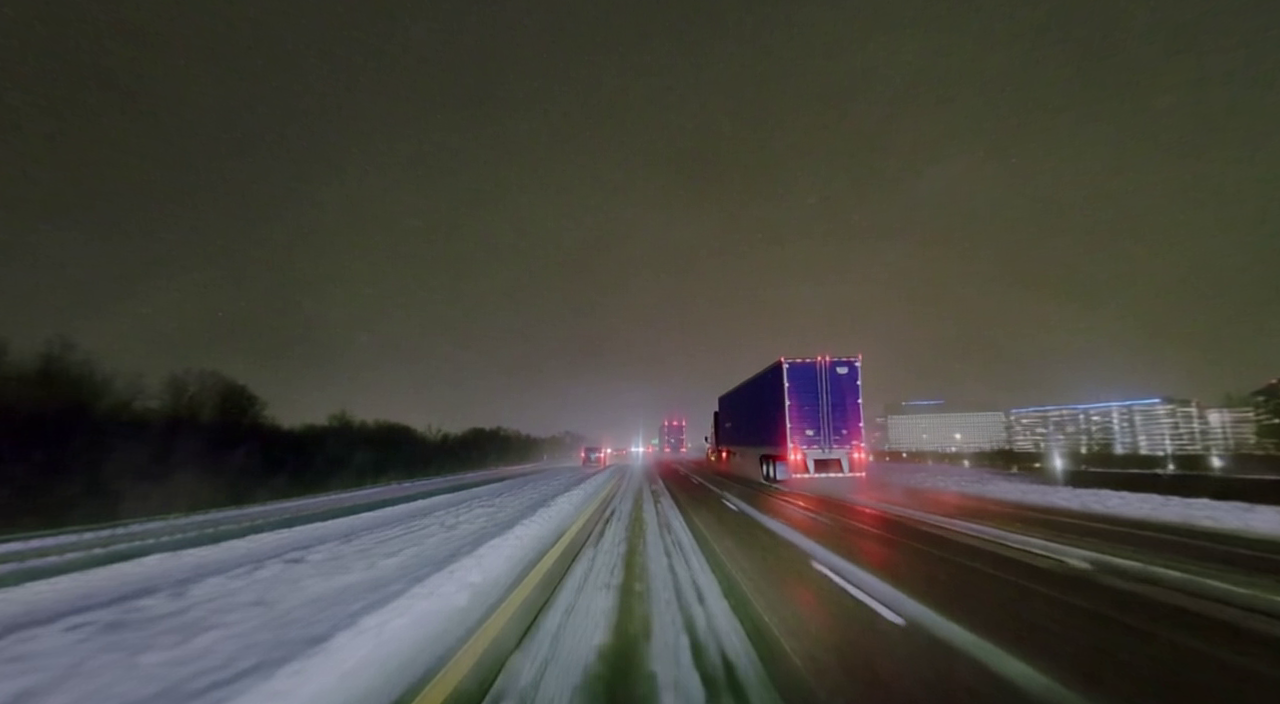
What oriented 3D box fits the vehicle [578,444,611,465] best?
[{"bbox_3d":[-3.509,7.980,48.931,2.113,1.548,4.532,0,-8,2],"label":"vehicle"}]
